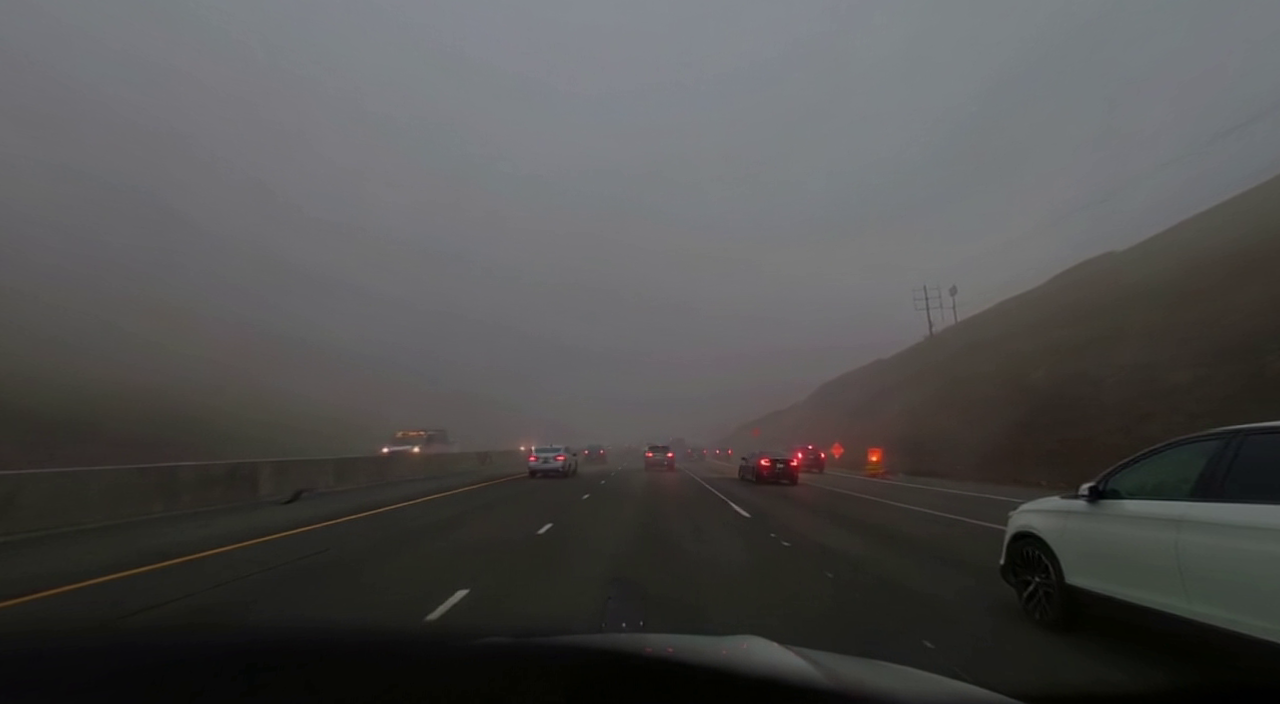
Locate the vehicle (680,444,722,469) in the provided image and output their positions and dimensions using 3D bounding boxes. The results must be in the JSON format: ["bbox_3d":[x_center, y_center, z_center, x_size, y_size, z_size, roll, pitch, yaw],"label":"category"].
[{"bbox_3d":[3.749,6.458,39.338,2.177,1.453,4.205,0,-8,-1],"label":"vehicle"}]

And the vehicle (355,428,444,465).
[{"bbox_3d":[-13.971,5.560,37.210,2.547,1.937,6.432,-1,-8,1],"label":"vehicle"}]

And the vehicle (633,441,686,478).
[{"bbox_3d":[0.799,4.685,27.701,2.138,1.473,4.392,0,-8,0],"label":"vehicle"}]

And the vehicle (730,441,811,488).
[{"bbox_3d":[4.470,3.906,22.198,1.867,1.465,4.093,0,-8,-2],"label":"vehicle"}]

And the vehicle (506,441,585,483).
[{"bbox_3d":[-3.444,4.107,23.860,2.232,1.438,4.163,-1,-8,2],"label":"vehicle"}]

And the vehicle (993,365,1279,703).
[{"bbox_3d":[3.869,0.884,2.731,2.018,1.670,4.658,0,-8,1],"label":"vehicle"}]
